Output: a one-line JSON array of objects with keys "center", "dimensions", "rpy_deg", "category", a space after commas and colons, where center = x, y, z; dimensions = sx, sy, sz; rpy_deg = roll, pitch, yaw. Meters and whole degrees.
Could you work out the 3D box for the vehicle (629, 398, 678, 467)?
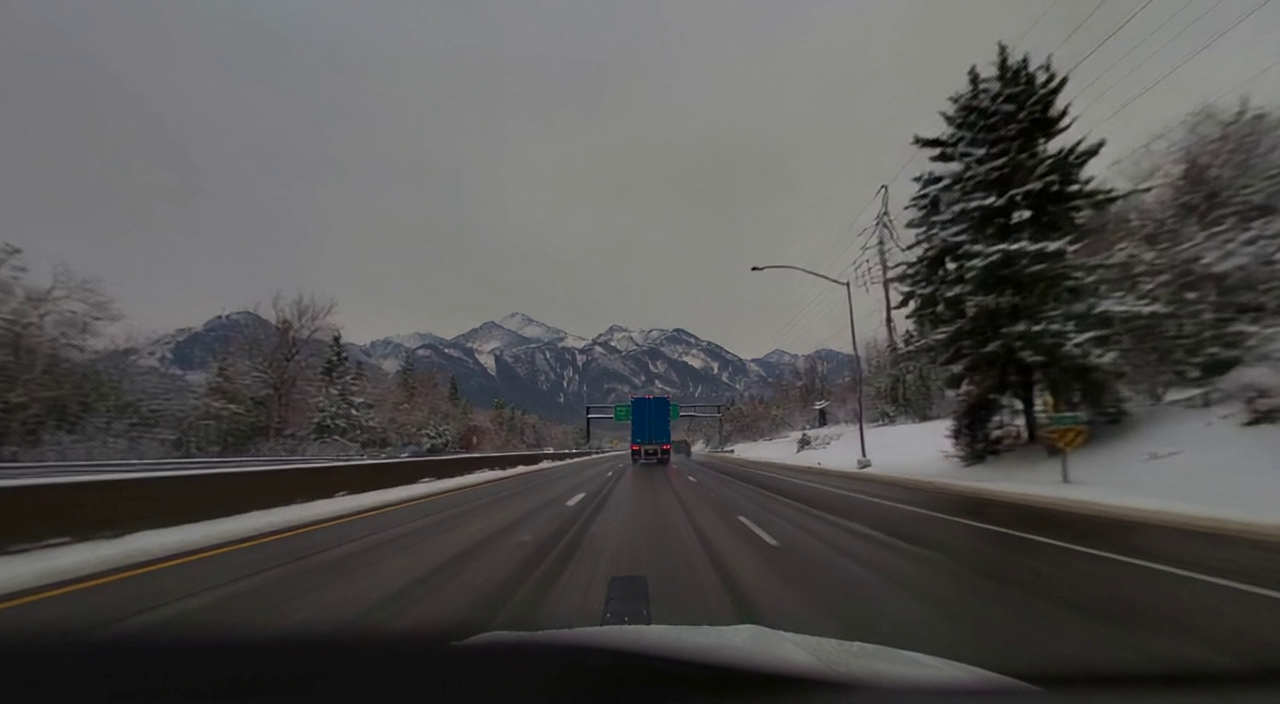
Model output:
[{"center": [0.769, 5.636, 43.277], "dimensions": [2.919, 4.101, 11.541], "rpy_deg": [0, -8, 0], "category": "vehicle"}]
